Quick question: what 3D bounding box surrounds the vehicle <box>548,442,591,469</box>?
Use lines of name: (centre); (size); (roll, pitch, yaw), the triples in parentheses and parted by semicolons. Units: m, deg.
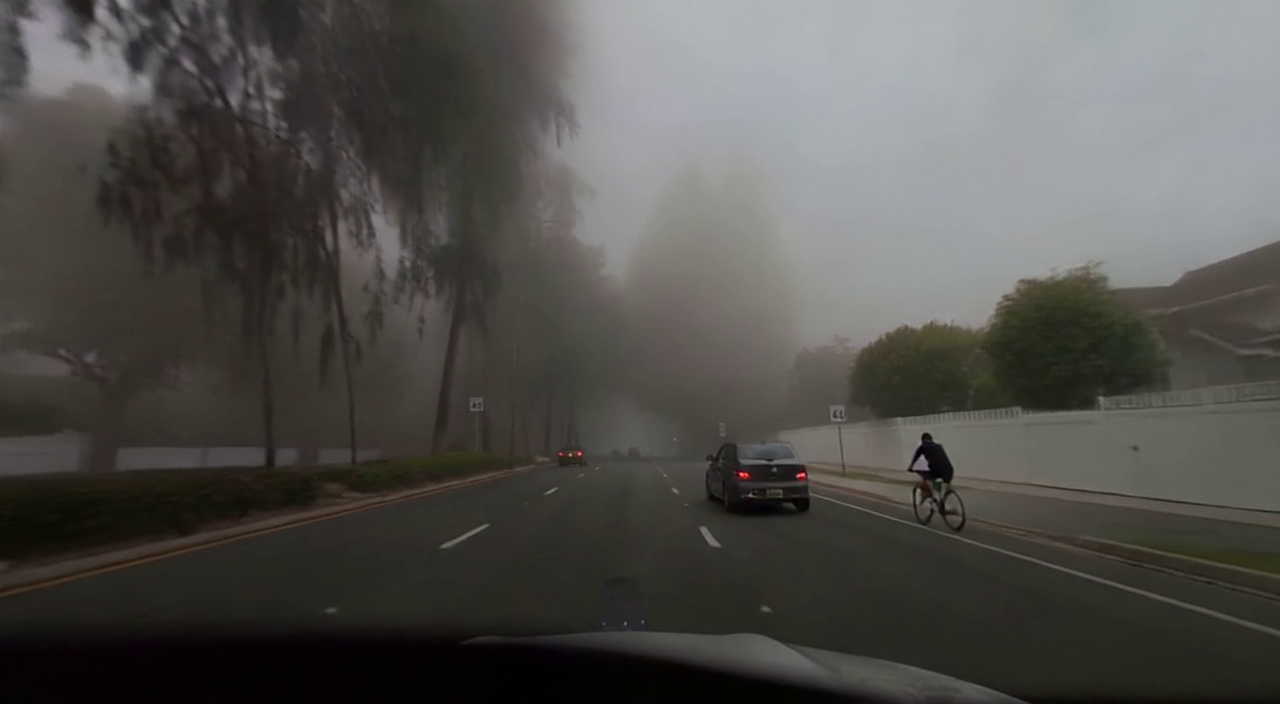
vehicle: (-4.075, 6.102, 37.283); (2.011, 1.480, 4.517); (0, -9, 0)

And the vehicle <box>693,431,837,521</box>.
vehicle: (2.319, 2.456, 13.025); (1.992, 1.511, 4.464); (0, -9, -1)
